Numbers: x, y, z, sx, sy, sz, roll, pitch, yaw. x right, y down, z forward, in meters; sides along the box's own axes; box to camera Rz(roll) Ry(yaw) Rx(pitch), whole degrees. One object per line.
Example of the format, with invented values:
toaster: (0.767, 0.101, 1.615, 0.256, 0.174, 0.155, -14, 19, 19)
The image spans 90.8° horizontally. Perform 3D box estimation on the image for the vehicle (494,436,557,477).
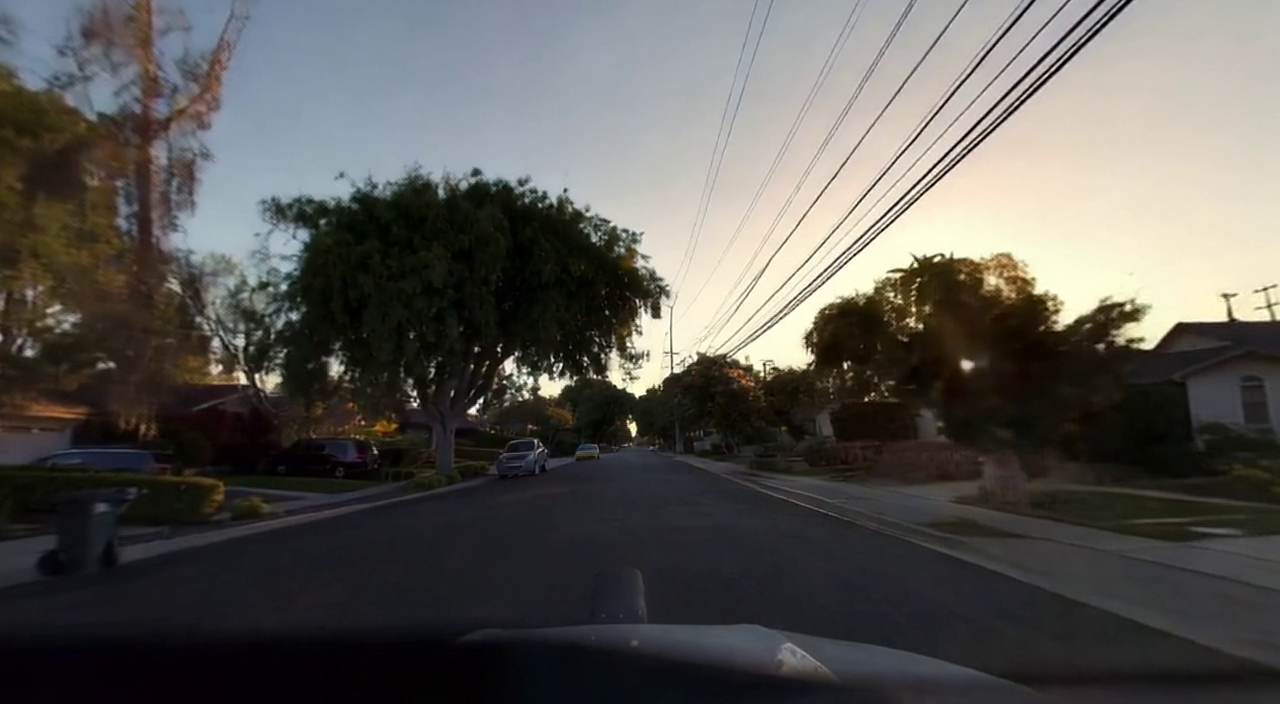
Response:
vehicle: (-6.582, 6.154, 37.182, 2.739, 2.164, 6.065, -1, -9, -2)

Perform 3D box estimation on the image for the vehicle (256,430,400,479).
vehicle: (-13.293, 4.405, 27.203, 5.033, 1.997, 2.126, 0, -9, -1)
